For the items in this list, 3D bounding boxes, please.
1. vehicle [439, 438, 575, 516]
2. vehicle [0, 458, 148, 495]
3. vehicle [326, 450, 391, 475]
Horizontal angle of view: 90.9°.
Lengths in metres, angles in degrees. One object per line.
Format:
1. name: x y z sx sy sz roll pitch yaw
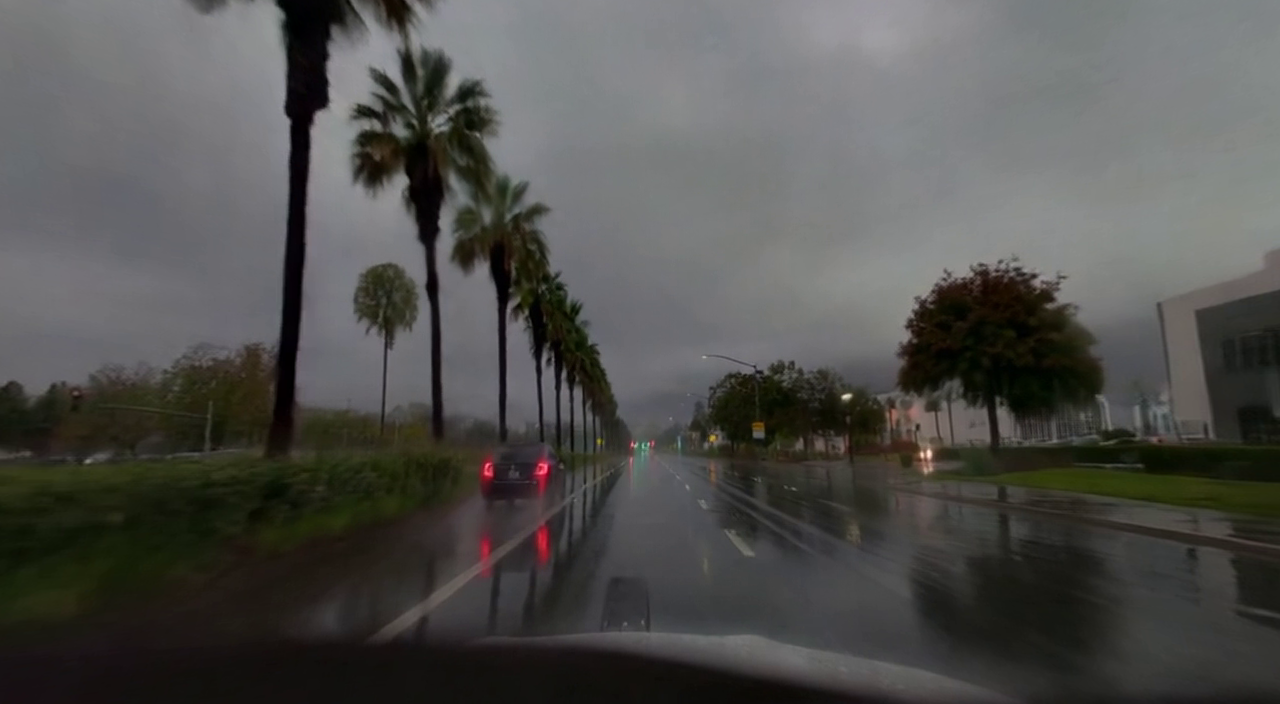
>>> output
1. vehicle: -2.948 2.871 15.196 2.162 1.549 4.795 0 -8 1
2. vehicle: -24.749 5.431 27.604 4.603 1.480 2.167 0 -8 1
3. vehicle: -18.073 7.106 40.708 1.993 1.466 4.731 0 -8 1
